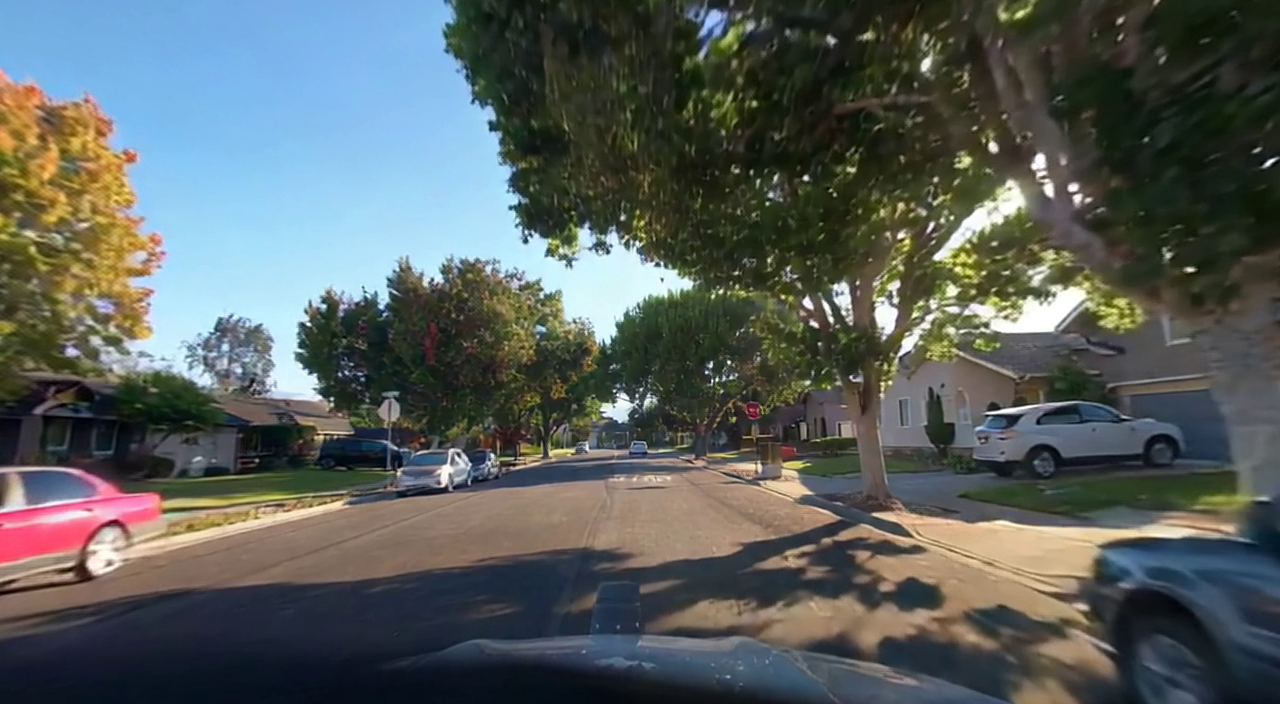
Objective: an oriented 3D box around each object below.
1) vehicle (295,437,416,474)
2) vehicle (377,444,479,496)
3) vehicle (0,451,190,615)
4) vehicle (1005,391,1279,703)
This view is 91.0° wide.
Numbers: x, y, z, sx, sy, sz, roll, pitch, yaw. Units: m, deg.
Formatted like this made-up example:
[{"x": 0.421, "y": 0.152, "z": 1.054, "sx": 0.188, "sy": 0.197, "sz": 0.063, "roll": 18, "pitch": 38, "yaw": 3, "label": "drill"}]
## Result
[{"x": -15.641, "y": 5.711, "z": 34.929, "sx": 5.619, "sy": 1.947, "sz": 2.183, "roll": 1, "pitch": -9, "yaw": -4, "label": "vehicle"}, {"x": -6.994, "y": 3.904, "z": 21.338, "sx": 1.972, "sy": 1.543, "sz": 4.622, "roll": 0, "pitch": -8, "yaw": -2, "label": "vehicle"}, {"x": -6.849, "y": 1.722, "z": 5.901, "sx": 2.009, "sy": 1.470, "sz": 4.475, "roll": -3, "pitch": -9, "yaw": -1, "label": "vehicle"}, {"x": 3.146, "y": 0.739, "z": 1.185, "sx": 2.004, "sy": 1.469, "sz": 4.706, "roll": 0, "pitch": -8, "yaw": -1, "label": "vehicle"}]
